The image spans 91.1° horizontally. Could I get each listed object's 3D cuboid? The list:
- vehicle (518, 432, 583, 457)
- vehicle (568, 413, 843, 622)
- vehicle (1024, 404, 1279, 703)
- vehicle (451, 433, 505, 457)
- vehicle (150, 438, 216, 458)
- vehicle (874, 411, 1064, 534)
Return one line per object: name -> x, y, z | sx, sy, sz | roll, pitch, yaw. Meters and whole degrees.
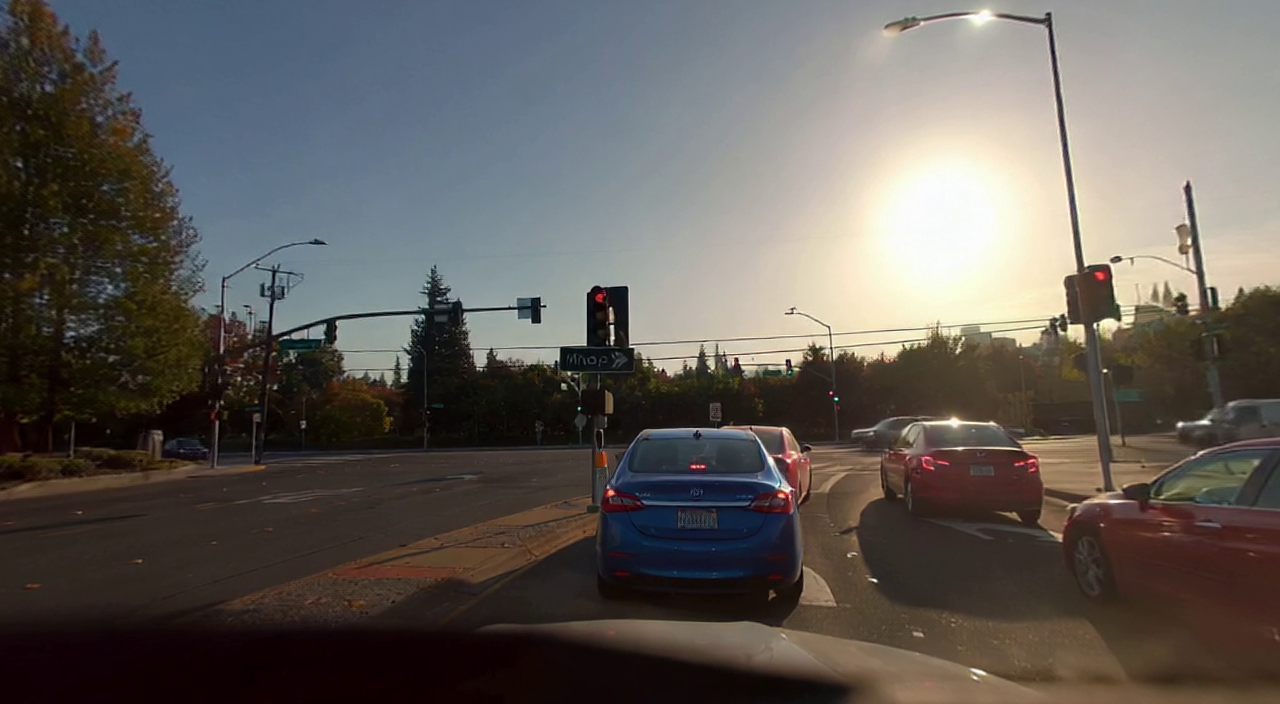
vehicle -> -5.968, 6.105, 41.545 | 1.932, 1.573, 4.509 | 8, -12, -44
vehicle -> 0.850, 1.498, 6.692 | 2.052, 1.483, 3.928 | -2, -8, 12
vehicle -> 4.249, 1.055, 3.364 | 1.954, 1.508, 4.441 | -1, -8, 6
vehicle -> -12.467, 7.116, 48.195 | 1.972, 1.705, 4.457 | 8, -11, -44
vehicle -> -35.388, 7.433, 48.629 | 1.652, 1.433, 3.733 | -7, -11, 40
vehicle -> 5.542, 2.043, 11.286 | 2.102, 1.717, 4.373 | -2, -9, 16
